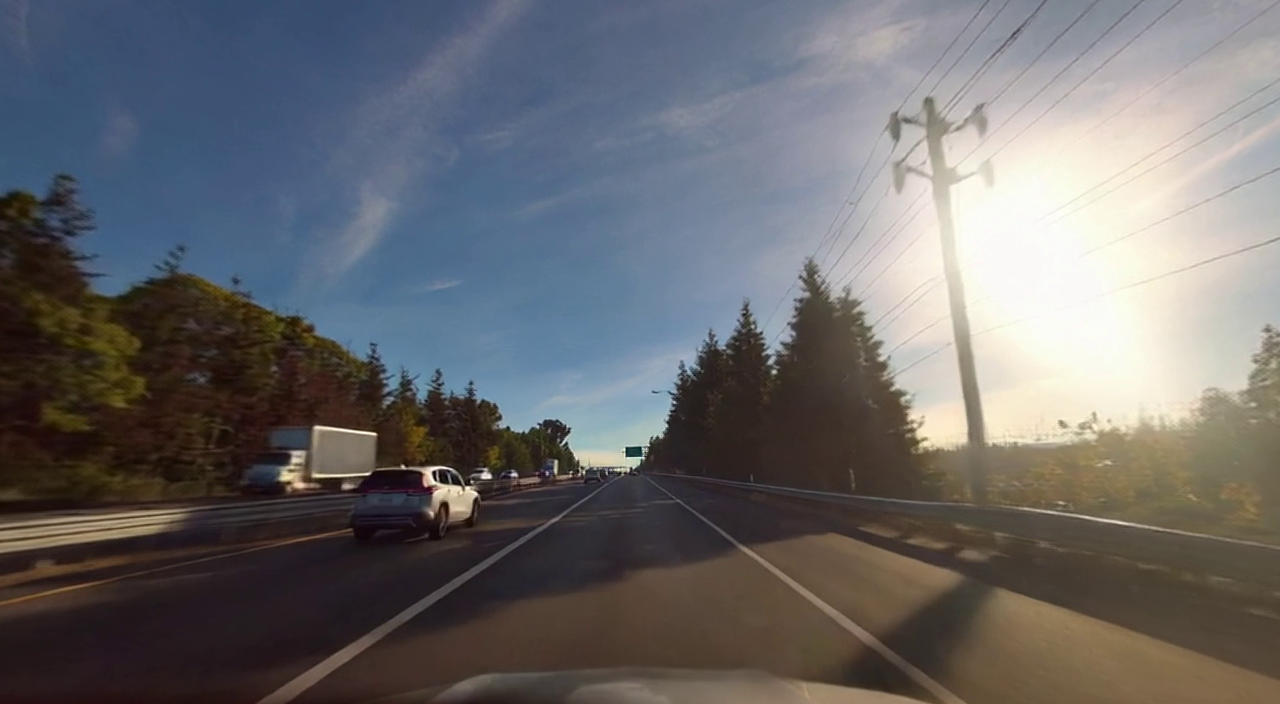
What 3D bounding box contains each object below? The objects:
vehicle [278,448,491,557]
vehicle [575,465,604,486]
[{"bbox_3d":[-4.159,2.548,11.178,1.963,1.501,4.227,1,-10,0],"label":"vehicle"},{"bbox_3d":[-3.749,9.271,47.491,1.884,1.486,3.934,1,-10,-1],"label":"vehicle"}]
